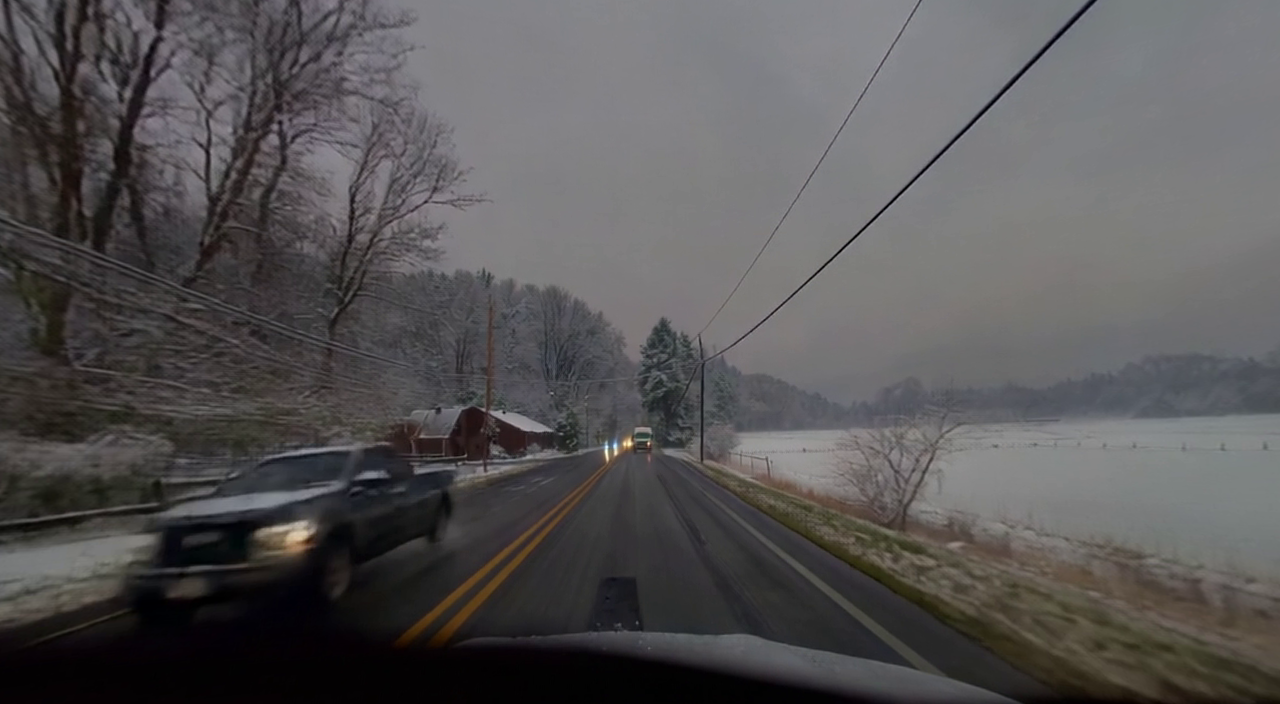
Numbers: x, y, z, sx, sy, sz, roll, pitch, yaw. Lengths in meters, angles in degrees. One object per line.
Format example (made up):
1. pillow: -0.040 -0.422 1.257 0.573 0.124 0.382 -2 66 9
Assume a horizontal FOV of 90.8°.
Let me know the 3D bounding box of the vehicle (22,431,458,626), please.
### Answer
1. vehicle: -3.780 1.716 7.237 2.021 1.491 4.519 0 -8 0
